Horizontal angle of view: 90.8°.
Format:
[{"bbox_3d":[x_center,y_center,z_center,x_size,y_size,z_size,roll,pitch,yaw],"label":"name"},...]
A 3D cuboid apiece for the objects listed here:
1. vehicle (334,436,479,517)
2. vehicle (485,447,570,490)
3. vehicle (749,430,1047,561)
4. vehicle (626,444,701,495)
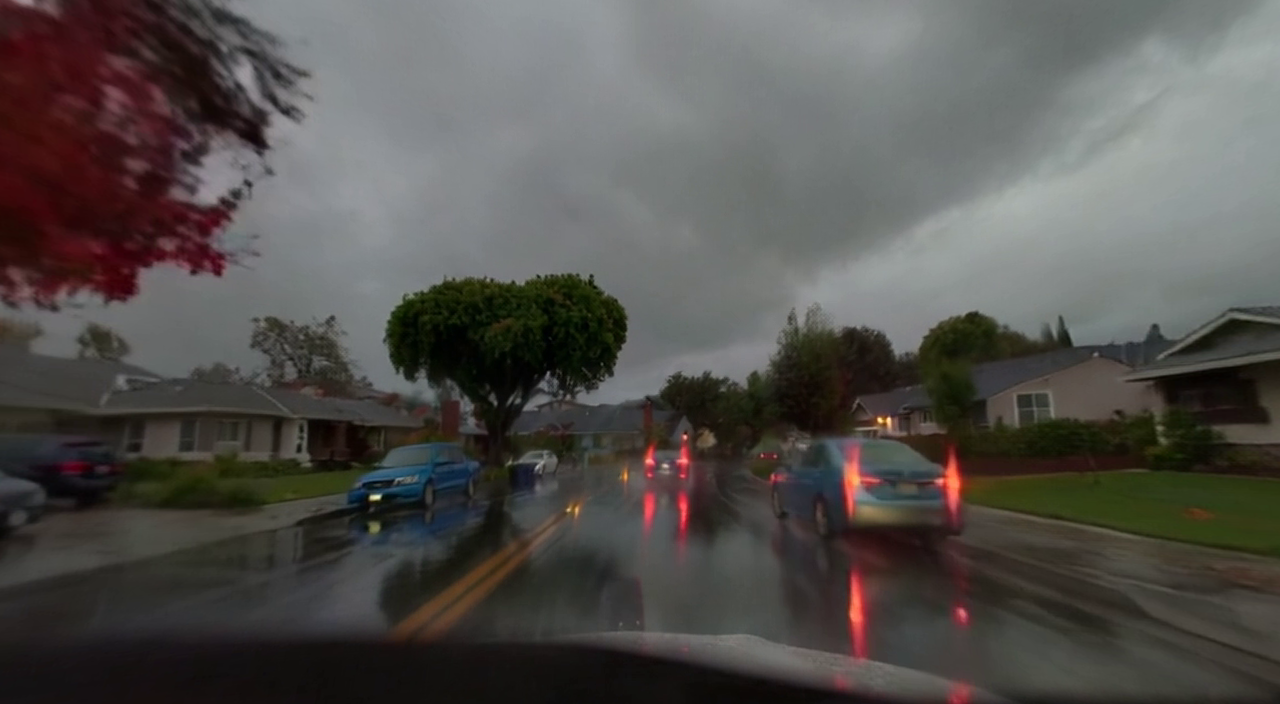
[{"bbox_3d":[-6.244,3.371,17.628,2.235,1.851,4.662,-2,-9,1],"label":"vehicle"},{"bbox_3d":[-5.250,5.497,30.255,2.641,1.747,4.738,-4,-9,7],"label":"vehicle"},{"bbox_3d":[3.459,2.029,9.750,2.429,1.502,4.474,1,-9,-5],"label":"vehicle"},{"bbox_3d":[0.862,3.754,20.639,2.192,1.474,4.192,-1,-9,5],"label":"vehicle"}]
